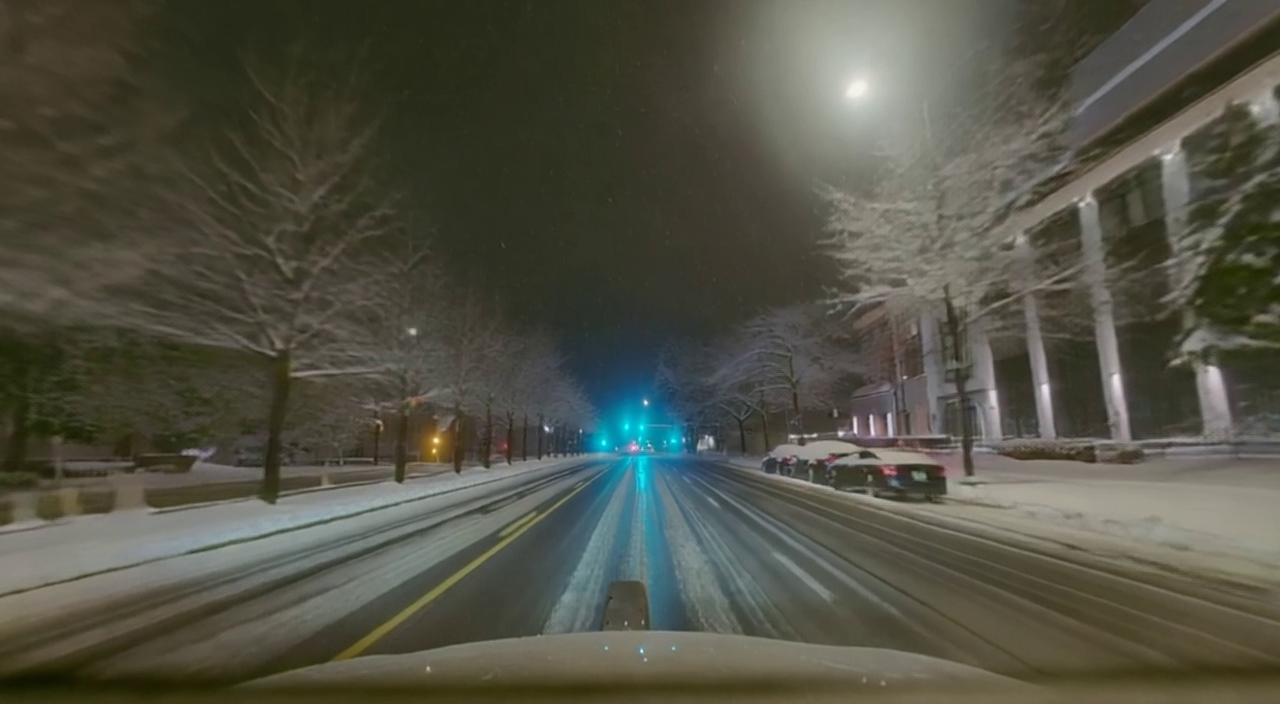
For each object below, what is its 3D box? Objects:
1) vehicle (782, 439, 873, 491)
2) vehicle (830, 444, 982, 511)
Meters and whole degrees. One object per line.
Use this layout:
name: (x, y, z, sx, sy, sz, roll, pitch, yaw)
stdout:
vehicle: (6.738, 4.089, 23.258, 1.980, 1.675, 4.854, 0, -9, 1)
vehicle: (6.643, 3.151, 16.444, 1.847, 1.472, 4.846, 0, -9, 0)
